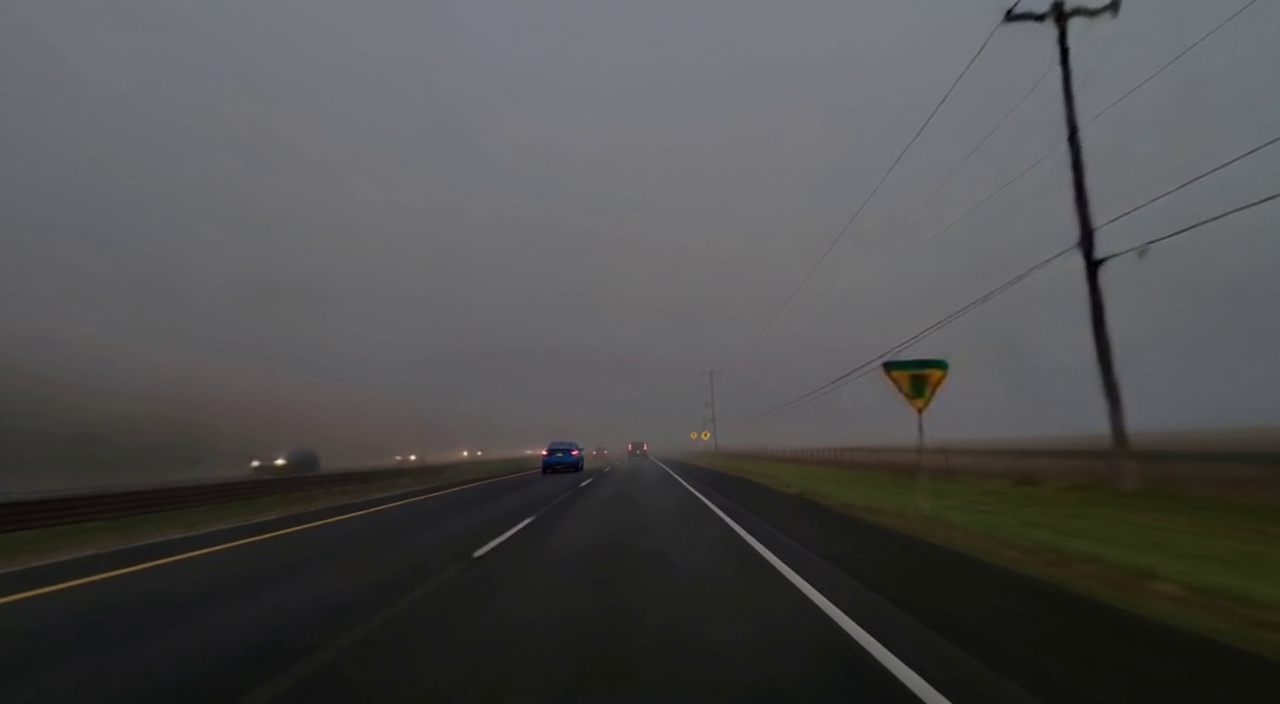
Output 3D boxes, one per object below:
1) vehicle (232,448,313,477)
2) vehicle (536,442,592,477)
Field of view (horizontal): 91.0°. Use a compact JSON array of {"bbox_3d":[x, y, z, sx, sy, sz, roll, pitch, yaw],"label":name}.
[{"bbox_3d":[-21.129,6.352,36.481,1.890,1.556,4.589,0,-9,0],"label":"vehicle"},{"bbox_3d":[-3.656,5.283,31.180,2.120,1.597,4.810,0,-9,1],"label":"vehicle"}]
